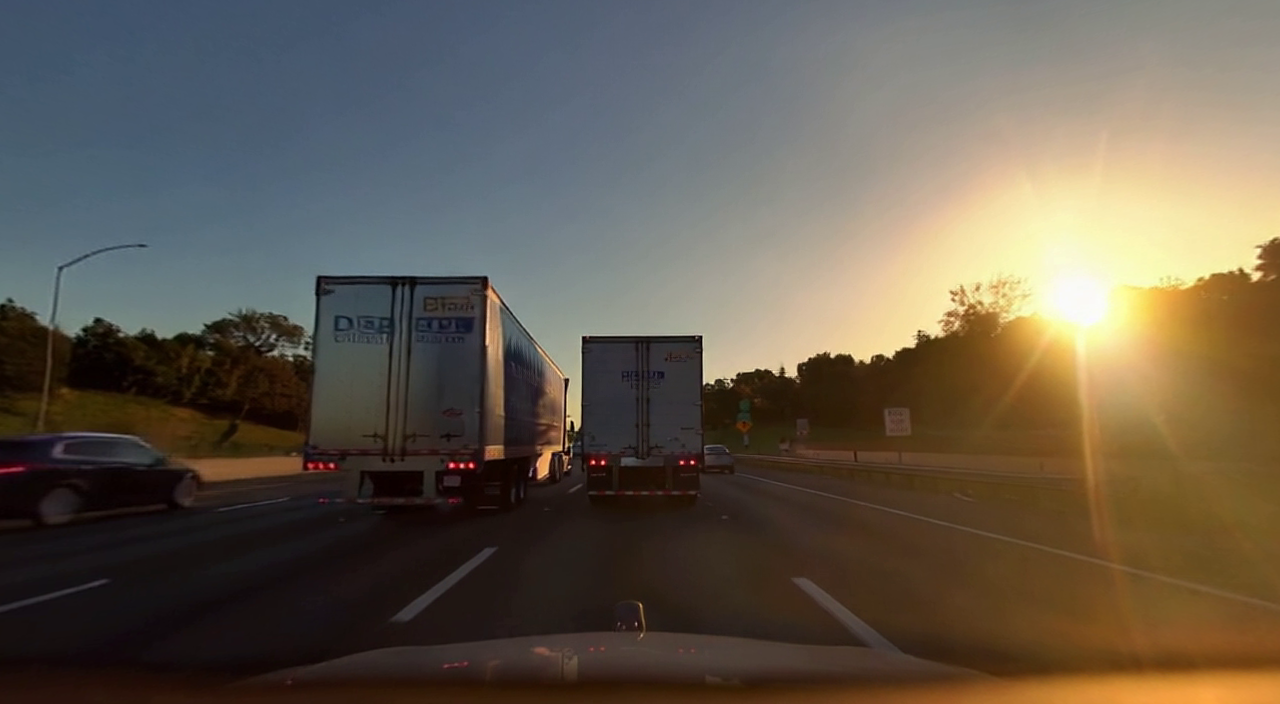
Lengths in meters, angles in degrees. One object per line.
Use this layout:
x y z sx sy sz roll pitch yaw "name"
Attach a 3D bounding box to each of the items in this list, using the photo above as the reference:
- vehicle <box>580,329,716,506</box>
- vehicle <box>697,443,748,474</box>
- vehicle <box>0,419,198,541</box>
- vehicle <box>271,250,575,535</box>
0.089 2.116 18.606 2.910 3.828 9.805 0 -9 -1 "vehicle"
4.104 5.385 32.145 2.010 1.446 4.579 0 -9 1 "vehicle"
-10.878 2.189 11.149 2.120 1.862 5.530 0 -9 0 "vehicle"
-3.859 1.706 17.025 2.873 4.107 15.970 0 -9 -1 "vehicle"
